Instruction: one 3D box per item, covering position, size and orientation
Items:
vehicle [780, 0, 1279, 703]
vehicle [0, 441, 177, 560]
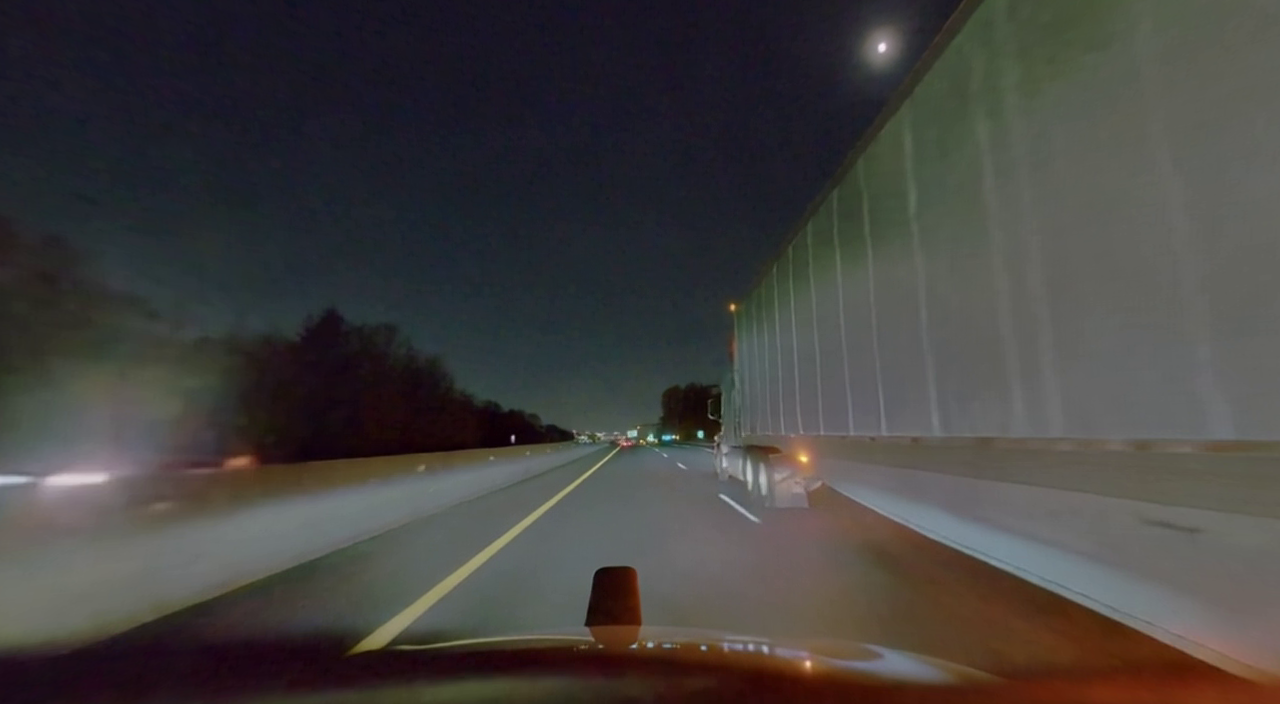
[{"bbox_3d":[3.656,-0.377,2.342,2.954,3.995,13.335,0,-8,-1],"label":"vehicle"},{"bbox_3d":[-9.030,1.974,8.680,2.106,1.457,4.262,0,-8,-1],"label":"vehicle"}]
